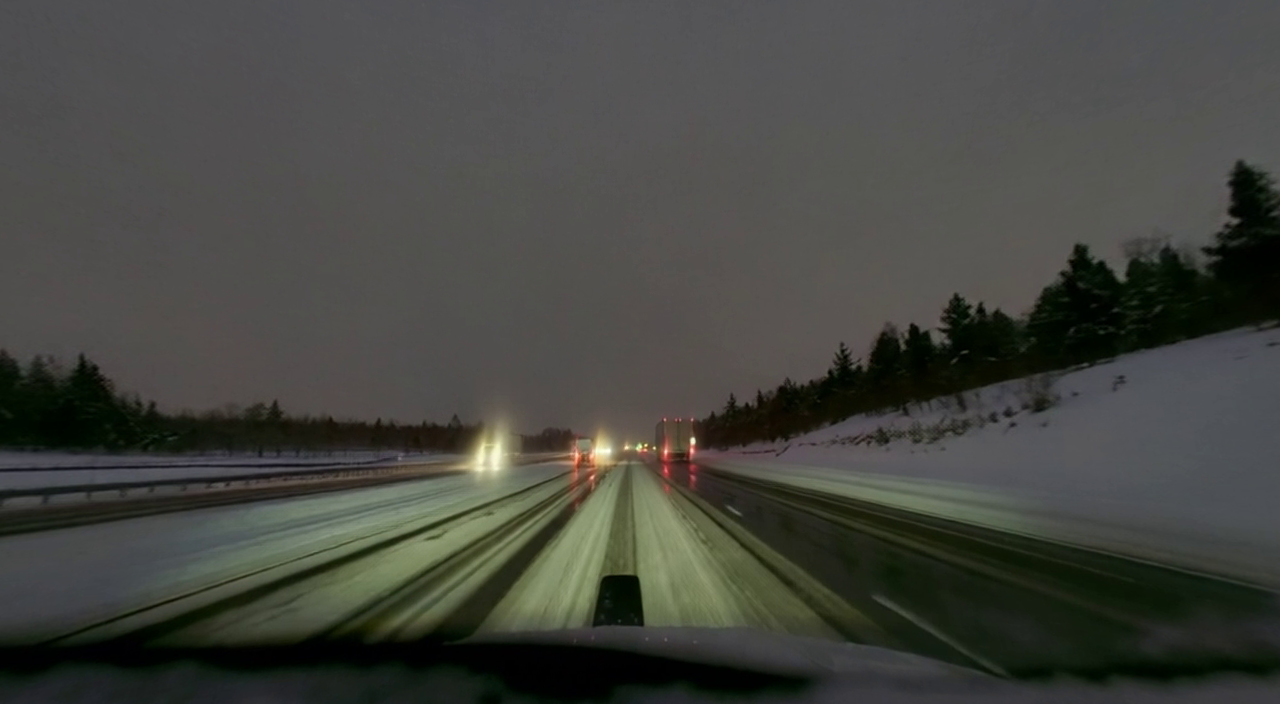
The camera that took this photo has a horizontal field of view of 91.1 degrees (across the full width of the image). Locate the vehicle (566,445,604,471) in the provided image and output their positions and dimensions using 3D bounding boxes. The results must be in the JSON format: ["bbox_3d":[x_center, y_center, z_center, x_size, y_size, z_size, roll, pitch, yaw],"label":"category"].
[{"bbox_3d":[-3.480,6.794,40.533,2.100,1.525,4.179,0,-9,-1],"label":"vehicle"}]
